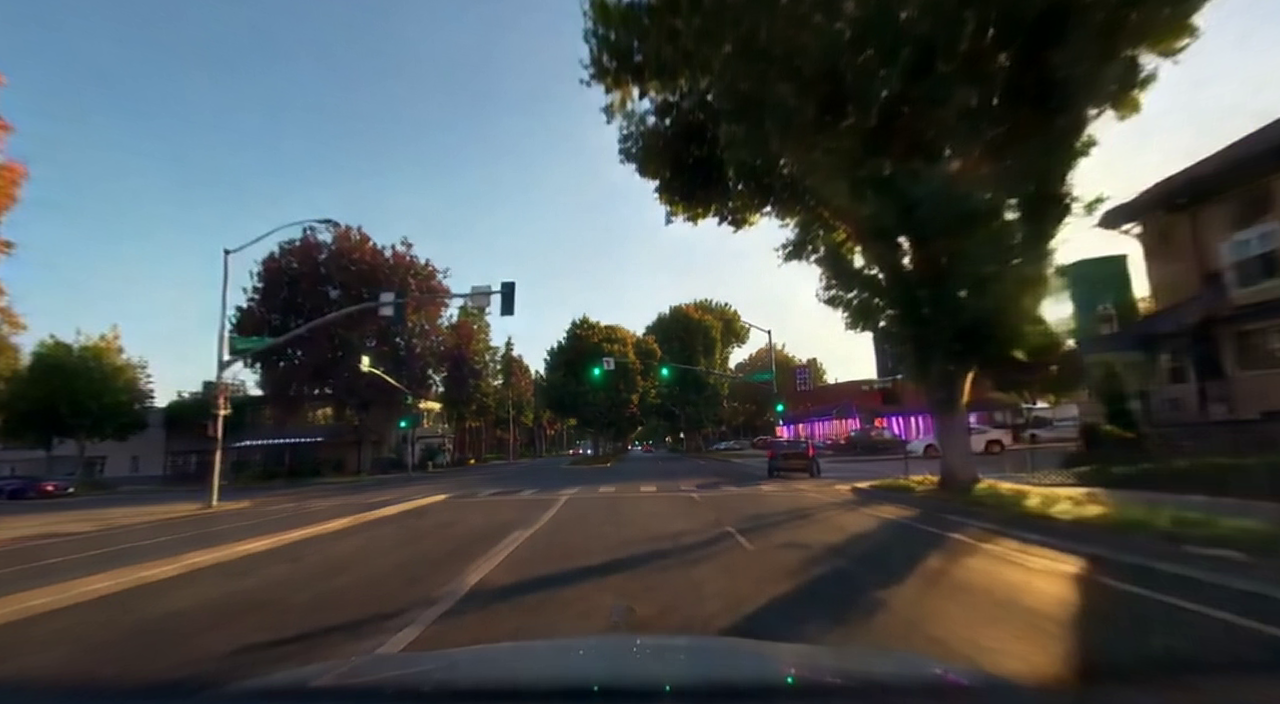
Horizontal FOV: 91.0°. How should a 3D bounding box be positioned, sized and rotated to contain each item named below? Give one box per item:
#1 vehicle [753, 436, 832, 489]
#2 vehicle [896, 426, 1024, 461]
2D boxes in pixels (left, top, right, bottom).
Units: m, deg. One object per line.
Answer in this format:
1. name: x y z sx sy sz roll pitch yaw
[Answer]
1. vehicle: 5.045 3.491 20.338 2.064 1.470 4.610 -3 -9 18
2. vehicle: 14.602 4.209 28.952 4.704 1.544 2.112 0 -8 0
